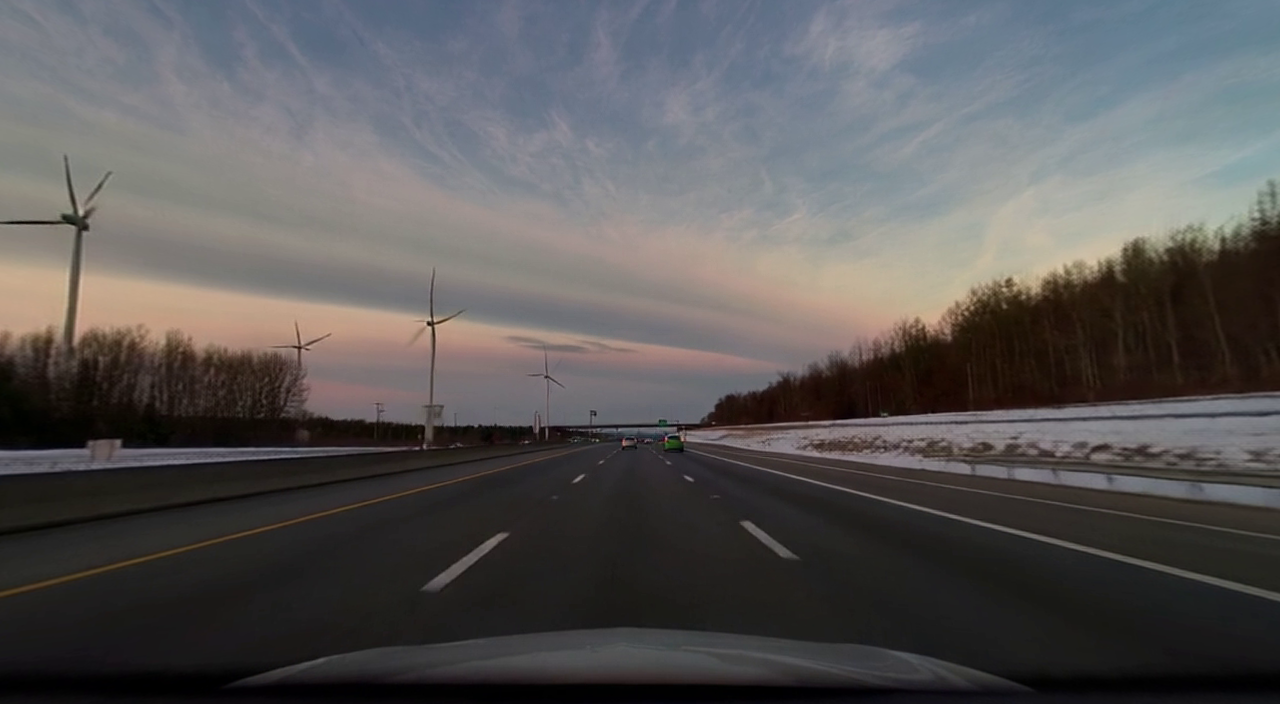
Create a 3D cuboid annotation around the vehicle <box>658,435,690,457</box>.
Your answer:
[{"bbox_3d":[2.532,7.068,47.297,2.041,1.551,3.974,0,-8,-2],"label":"vehicle"}]
